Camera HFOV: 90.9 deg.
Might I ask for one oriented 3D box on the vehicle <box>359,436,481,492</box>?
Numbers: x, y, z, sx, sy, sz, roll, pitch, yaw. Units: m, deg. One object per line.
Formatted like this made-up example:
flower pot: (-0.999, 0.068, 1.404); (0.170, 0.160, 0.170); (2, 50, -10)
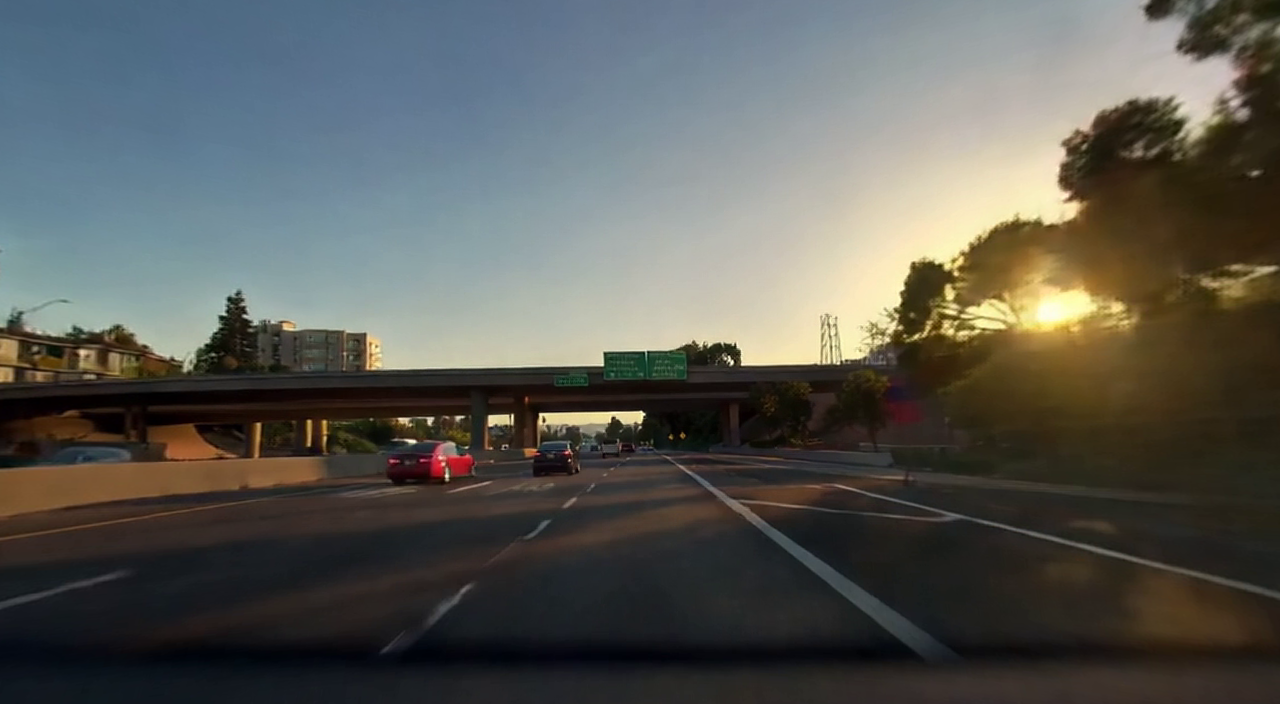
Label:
vehicle: (-6.794, 3.493, 20.150); (2.069, 1.551, 4.830); (0, -8, 1)

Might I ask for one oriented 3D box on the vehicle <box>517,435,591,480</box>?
vehicle: (-3.292, 4.167, 25.246); (2.210, 1.628, 4.586); (-1, -8, 1)
